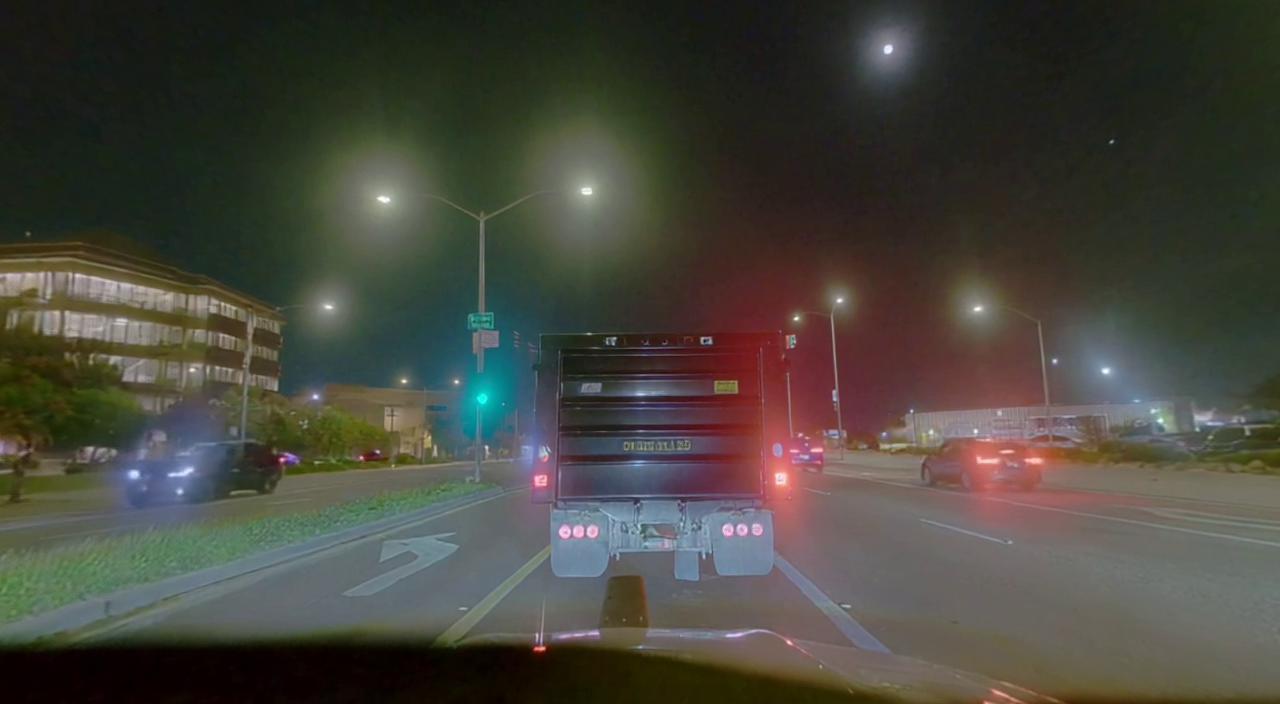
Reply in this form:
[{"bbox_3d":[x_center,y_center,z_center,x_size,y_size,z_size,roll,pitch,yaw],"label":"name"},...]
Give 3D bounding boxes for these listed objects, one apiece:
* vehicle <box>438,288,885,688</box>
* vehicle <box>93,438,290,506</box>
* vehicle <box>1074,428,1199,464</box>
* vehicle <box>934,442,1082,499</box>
[{"bbox_3d":[0.272,1.301,7.374,2.650,2.391,7.008,-1,-8,3],"label":"vehicle"},{"bbox_3d":[-14.493,3.865,21.008,2.218,1.926,5.753,-1,-8,2],"label":"vehicle"},{"bbox_3d":[23.092,4.389,29.445,4.171,1.614,1.894,-1,-8,1],"label":"vehicle"},{"bbox_3d":[10.492,3.372,18.408,1.907,1.465,4.077,-1,-8,1],"label":"vehicle"}]
